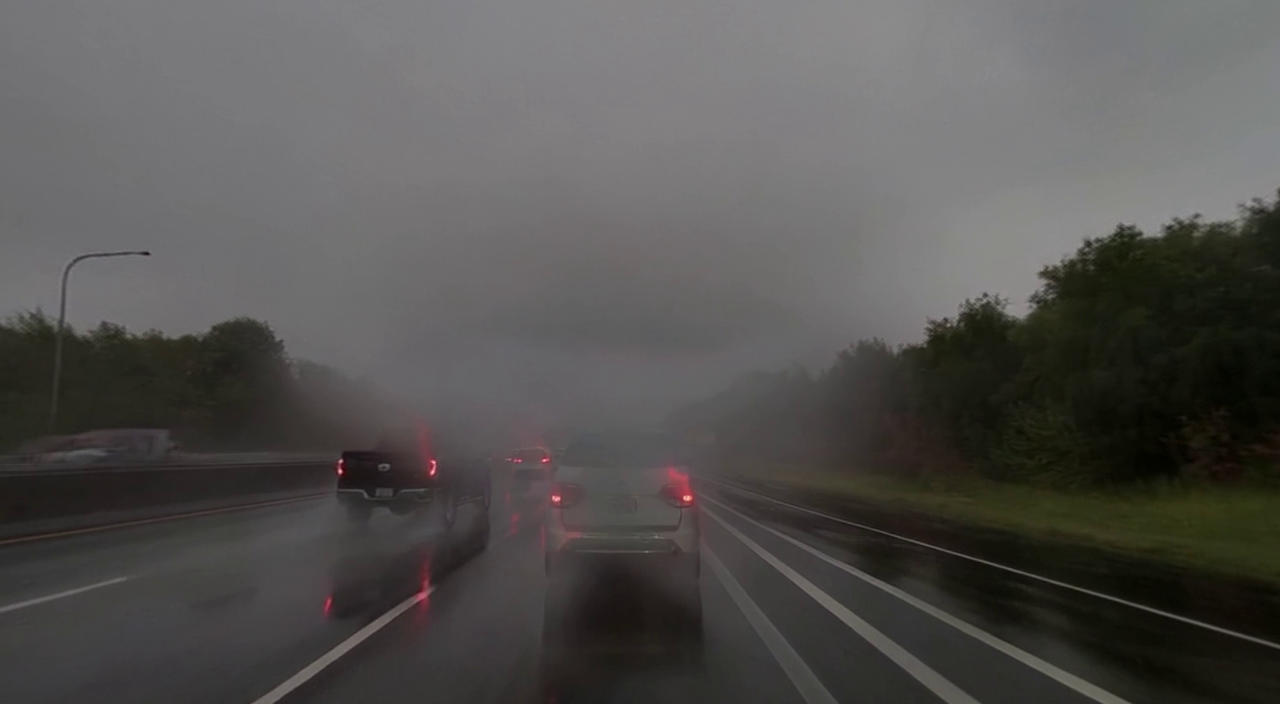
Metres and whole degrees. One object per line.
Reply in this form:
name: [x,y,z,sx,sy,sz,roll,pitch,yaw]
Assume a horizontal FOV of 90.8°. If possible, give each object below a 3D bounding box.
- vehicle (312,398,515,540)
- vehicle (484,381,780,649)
vehicle: [-3.943,2.165,12.111,2.055,2.144,4.782,-1,-9,0]
vehicle: [-0.090,1.360,6.063,1.995,1.798,3.380,0,-9,-1]
